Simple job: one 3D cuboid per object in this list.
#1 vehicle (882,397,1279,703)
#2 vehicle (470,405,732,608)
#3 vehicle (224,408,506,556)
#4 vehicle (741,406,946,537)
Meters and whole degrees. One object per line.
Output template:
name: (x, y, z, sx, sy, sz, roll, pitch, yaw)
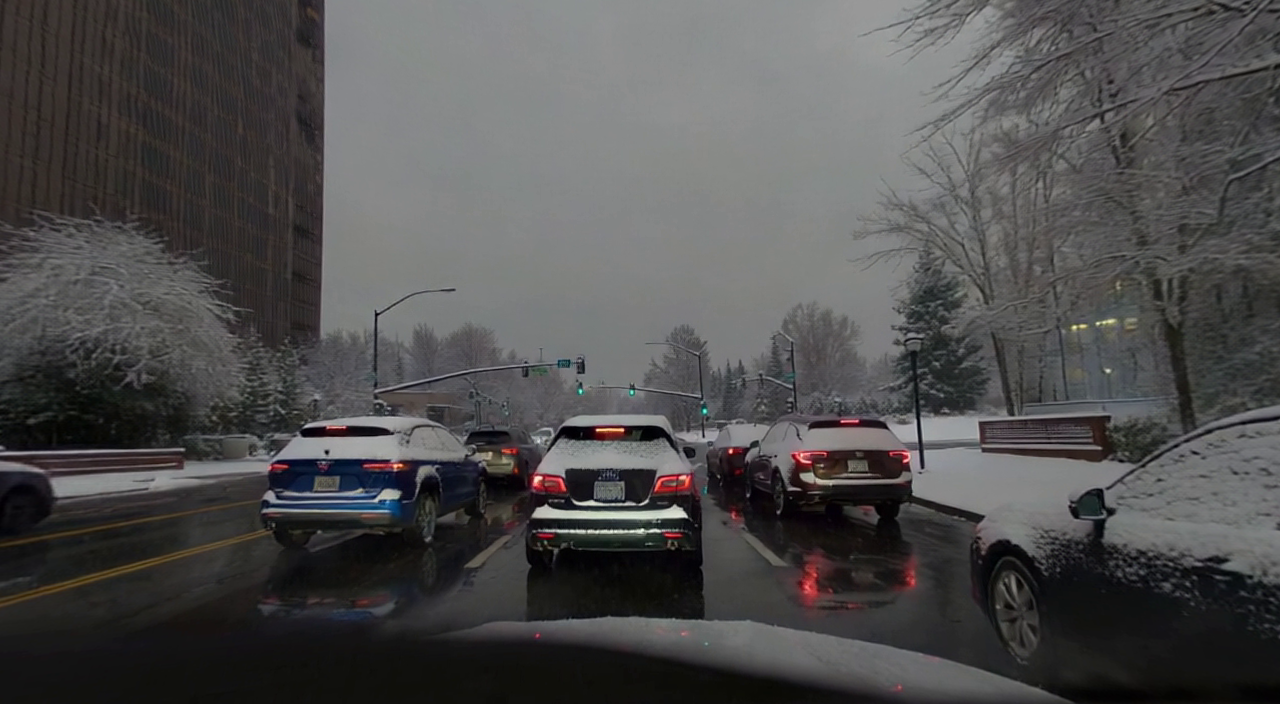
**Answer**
vehicle: (3.230, 1.071, 3.371, 2.045, 1.459, 4.462, 0, -8, -1)
vehicle: (-0.364, 1.584, 7.422, 2.114, 1.631, 4.459, 0, -8, -1)
vehicle: (-3.767, 1.886, 9.896, 2.141, 1.718, 4.809, 0, -8, 1)
vehicle: (3.327, 2.085, 11.545, 2.117, 1.879, 4.715, 0, -8, -1)
